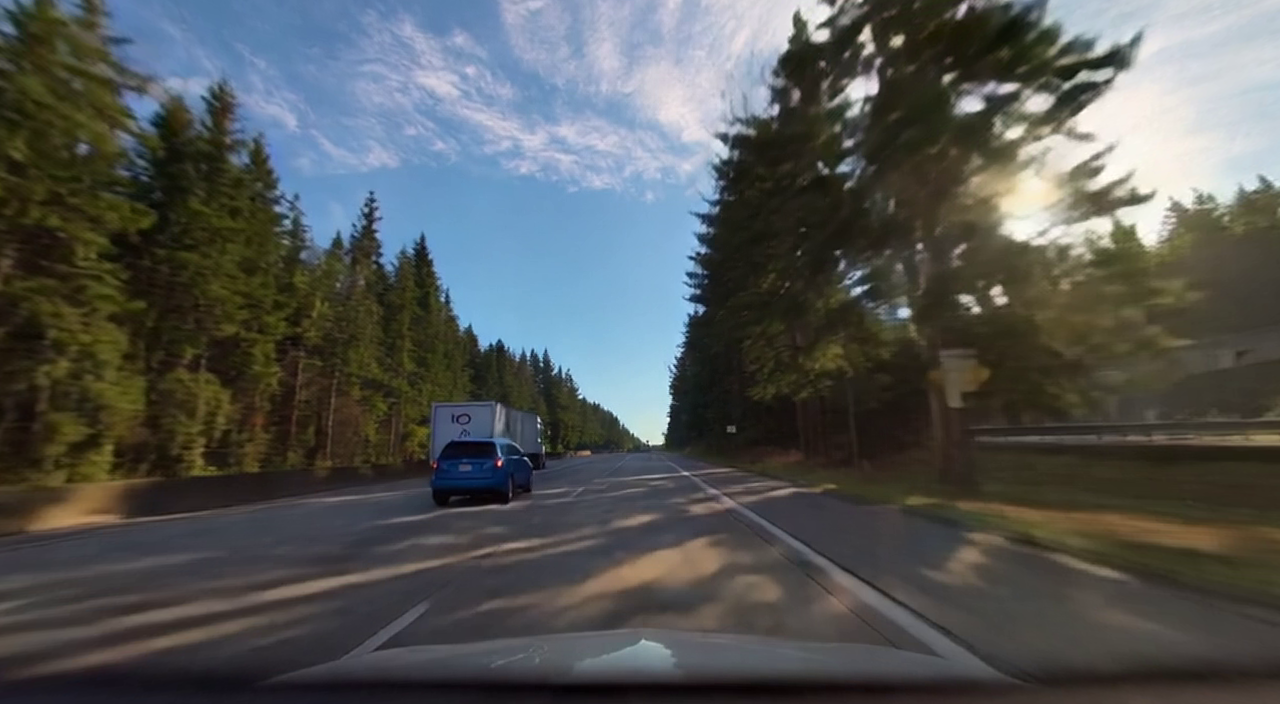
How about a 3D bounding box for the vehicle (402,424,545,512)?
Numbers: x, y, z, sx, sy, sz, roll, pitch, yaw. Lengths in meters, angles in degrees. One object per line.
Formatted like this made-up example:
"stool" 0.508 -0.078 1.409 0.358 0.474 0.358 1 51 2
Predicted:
"vehicle" -3.710 2.678 14.986 2.084 1.752 4.479 -1 -8 1
